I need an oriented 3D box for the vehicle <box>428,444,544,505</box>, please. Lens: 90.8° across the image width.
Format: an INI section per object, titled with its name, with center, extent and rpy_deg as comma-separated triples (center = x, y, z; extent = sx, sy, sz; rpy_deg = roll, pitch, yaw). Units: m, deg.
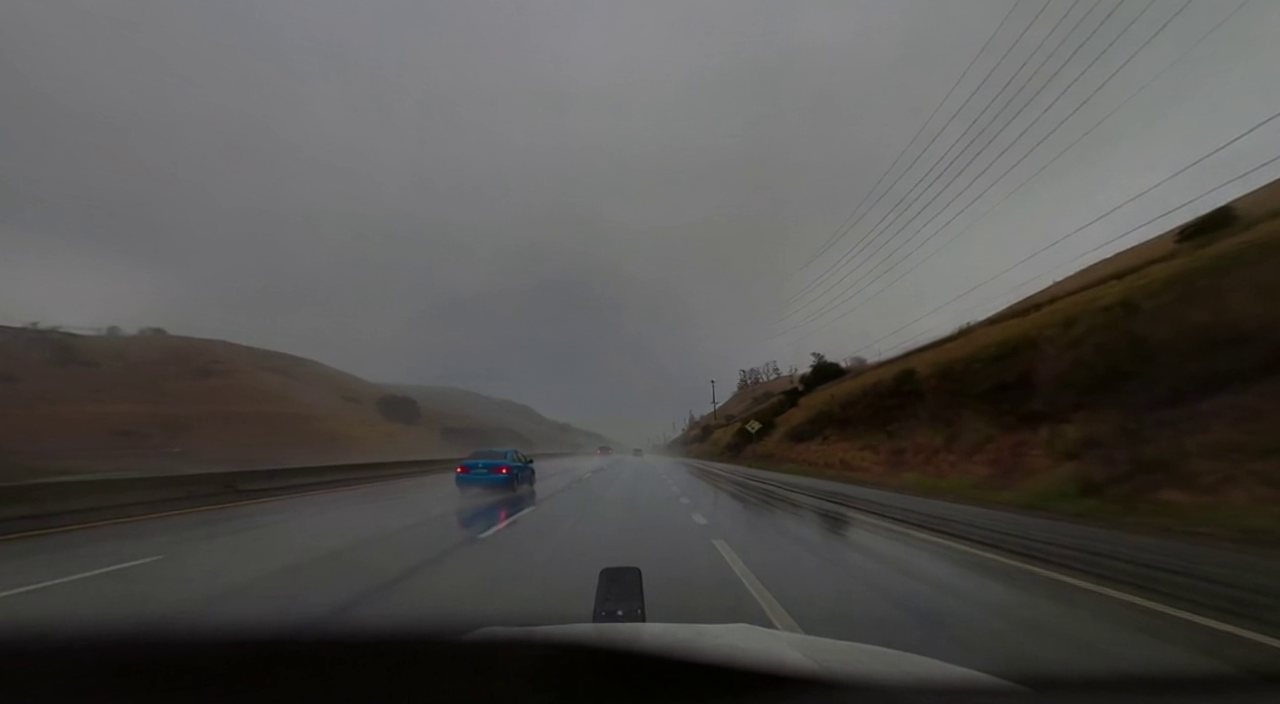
[vehicle]
center = -4.246, 3.458, 18.369
extent = 2.064, 1.489, 4.966
rpy_deg = 0, -9, 1
